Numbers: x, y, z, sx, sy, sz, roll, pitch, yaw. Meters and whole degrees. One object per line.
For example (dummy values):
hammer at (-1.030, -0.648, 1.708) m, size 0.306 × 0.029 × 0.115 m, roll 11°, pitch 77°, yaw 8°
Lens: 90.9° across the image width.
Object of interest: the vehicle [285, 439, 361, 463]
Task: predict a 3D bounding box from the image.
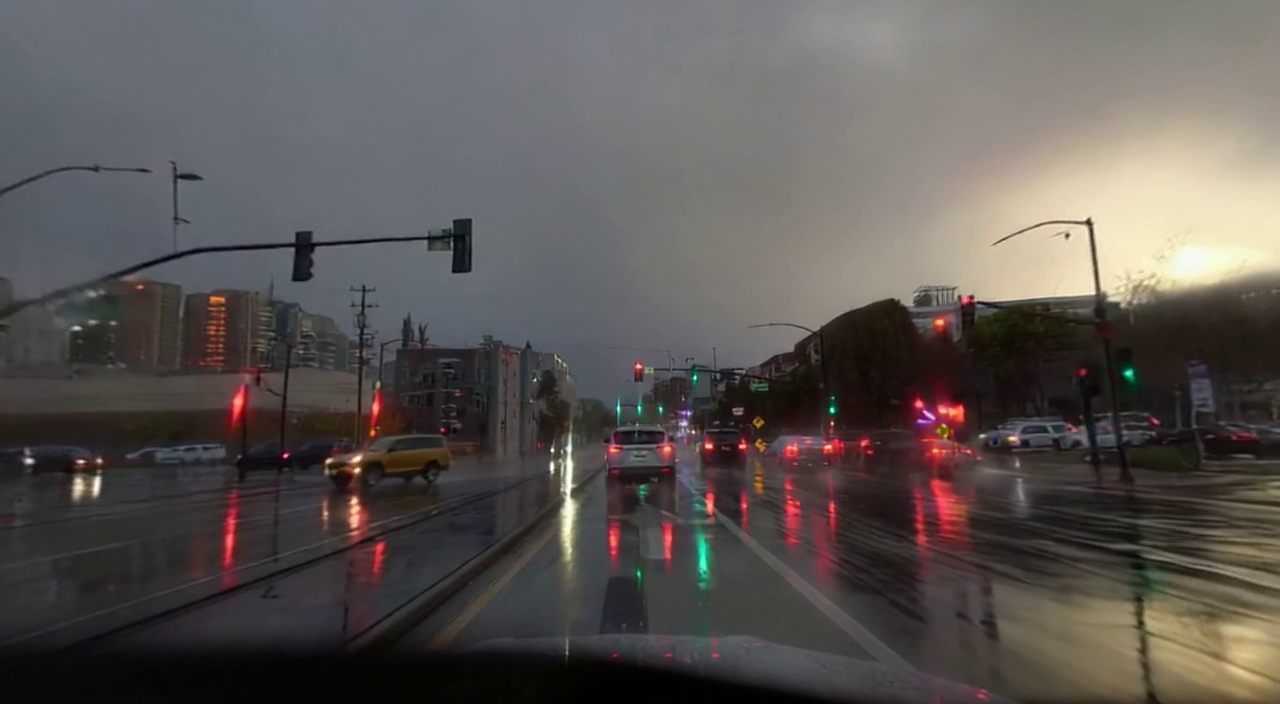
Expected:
vehicle at (-23.597, 7.380, 47.071) m, size 4.511 × 1.670 × 2.082 m, roll -1°, pitch -10°, yaw 0°

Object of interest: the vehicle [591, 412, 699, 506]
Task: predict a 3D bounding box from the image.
vehicle at (0.057, 2.496, 15.073) m, size 2.157 × 1.863 × 4.665 m, roll 0°, pitch -8°, yaw -1°

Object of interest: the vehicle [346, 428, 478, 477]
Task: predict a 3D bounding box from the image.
vehicle at (-9.387, 4.096, 26.012) m, size 4.827 × 1.856 × 2.291 m, roll 3°, pitch -9°, yaw -23°

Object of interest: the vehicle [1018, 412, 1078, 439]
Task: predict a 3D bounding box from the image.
vehicle at (24.535, 4.399, 38.028) m, size 1.422 × 1.496 × 3.318 m, roll 1°, pitch -6°, yaw 1°

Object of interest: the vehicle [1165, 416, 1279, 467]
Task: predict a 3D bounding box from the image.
vehicle at (18.917, 2.707, 19.273) m, size 1.735 × 1.417 × 4.476 m, roll -3°, pitch -8°, yaw -2°

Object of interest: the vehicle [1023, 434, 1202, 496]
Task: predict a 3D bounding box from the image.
vehicle at (13.792, 3.301, 18.836) m, size 1.734 × 1.527 × 4.531 m, roll -3°, pitch -8°, yaw -1°

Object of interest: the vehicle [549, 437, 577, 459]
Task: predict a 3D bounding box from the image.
vehicle at (-5.999, 7.514, 49.531) m, size 1.577 × 1.335 × 4.176 m, roll -2°, pitch -4°, yaw 2°

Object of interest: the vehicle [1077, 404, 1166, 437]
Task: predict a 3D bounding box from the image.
vehicle at (29.415, 4.141, 38.723) m, size 1.913 × 1.651 × 4.727 m, roll 3°, pitch -3°, yaw 2°

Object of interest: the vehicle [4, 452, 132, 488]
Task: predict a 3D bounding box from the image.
vehicle at (-27.247, 5.659, 30.209) m, size 3.892 × 1.541 × 2.031 m, roll 4°, pitch -10°, yaw -13°

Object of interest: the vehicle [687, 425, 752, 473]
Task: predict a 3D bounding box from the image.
vehicle at (3.433, 4.323, 28.370) m, size 2.115 × 1.932 × 5.189 m, roll 0°, pitch -8°, yaw -1°

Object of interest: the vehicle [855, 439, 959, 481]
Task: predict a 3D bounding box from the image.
vehicle at (9.872, 4.007, 23.754) m, size 1.863 × 1.426 × 4.494 m, roll 0°, pitch -8°, yaw -1°

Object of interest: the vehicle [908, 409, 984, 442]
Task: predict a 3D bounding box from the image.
vehicle at (18.665, 4.608, 38.785) m, size 2.123 × 1.884 × 5.170 m, roll 0°, pitch -8°, yaw 0°

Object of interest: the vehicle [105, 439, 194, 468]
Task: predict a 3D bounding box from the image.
vehicle at (-31.671, 6.674, 40.979) m, size 2.060 × 1.732 × 5.462 m, roll 1°, pitch -11°, yaw -9°
